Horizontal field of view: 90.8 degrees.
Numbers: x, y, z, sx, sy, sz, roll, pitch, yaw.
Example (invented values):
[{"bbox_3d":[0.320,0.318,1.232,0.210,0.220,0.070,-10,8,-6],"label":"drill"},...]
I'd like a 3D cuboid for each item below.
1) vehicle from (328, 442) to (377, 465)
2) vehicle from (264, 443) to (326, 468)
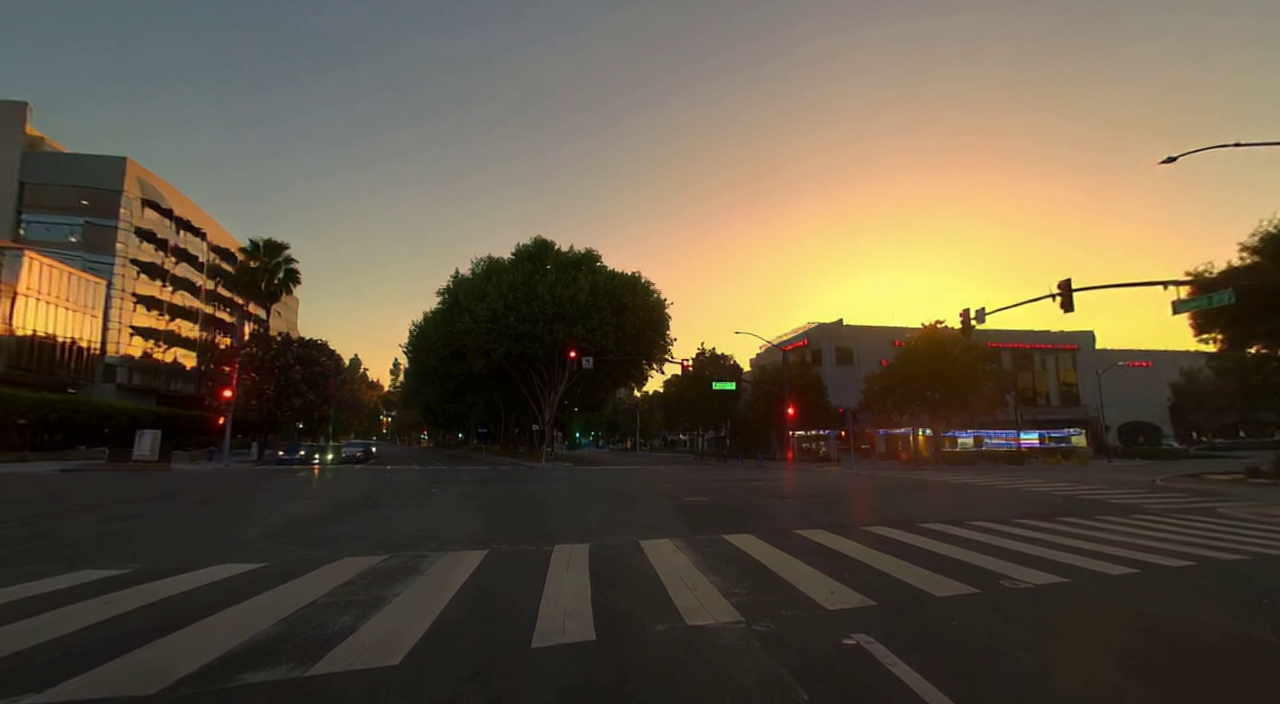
[{"bbox_3d":[-22.526,7.938,49.746,2.023,1.706,4.756,1,-9,-6],"label":"vehicle"},{"bbox_3d":[-21.843,6.548,40.167,2.005,1.496,4.020,1,-9,-6],"label":"vehicle"}]
